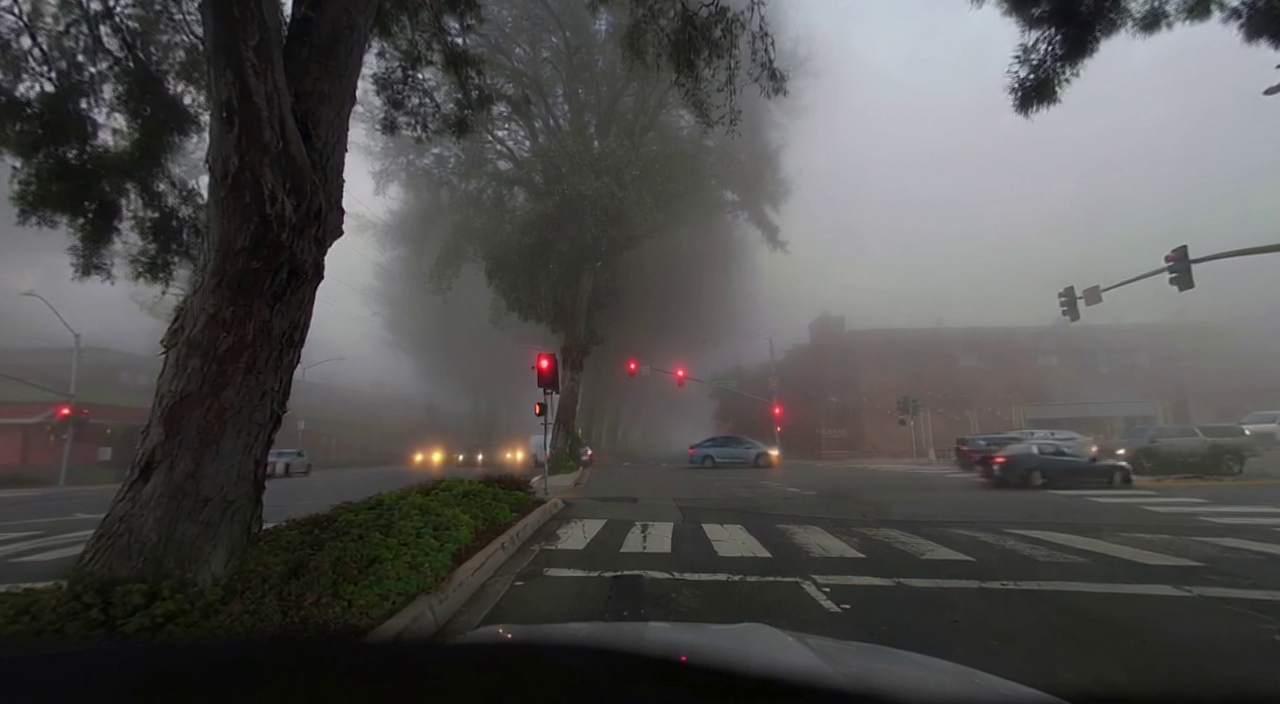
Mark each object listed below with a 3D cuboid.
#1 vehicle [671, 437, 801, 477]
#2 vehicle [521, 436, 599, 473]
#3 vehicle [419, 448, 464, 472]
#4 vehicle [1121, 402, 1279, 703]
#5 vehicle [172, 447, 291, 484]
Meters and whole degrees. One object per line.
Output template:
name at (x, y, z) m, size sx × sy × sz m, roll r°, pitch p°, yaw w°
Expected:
vehicle at (3.924, 4.335, 26.177) m, size 5.017 × 1.515 × 2.006 m, roll -7°, pitch -11°, yaw 38°
vehicle at (-4.436, 5.495, 33.988) m, size 2.276 × 1.842 × 4.958 m, roll 5°, pitch -10°, yaw -32°
vehicle at (-11.606, 6.302, 36.970) m, size 1.921 × 1.304 × 4.050 m, roll 1°, pitch -8°, yaw -9°
vehicle at (3.086, 0.659, 0.422) m, size 1.990 × 1.454 × 4.490 m, roll 0°, pitch -8°, yaw 1°
vehicle at (-18.204, 5.053, 28.308) m, size 2.203 × 1.471 × 4.723 m, roll 0°, pitch -8°, yaw -1°
